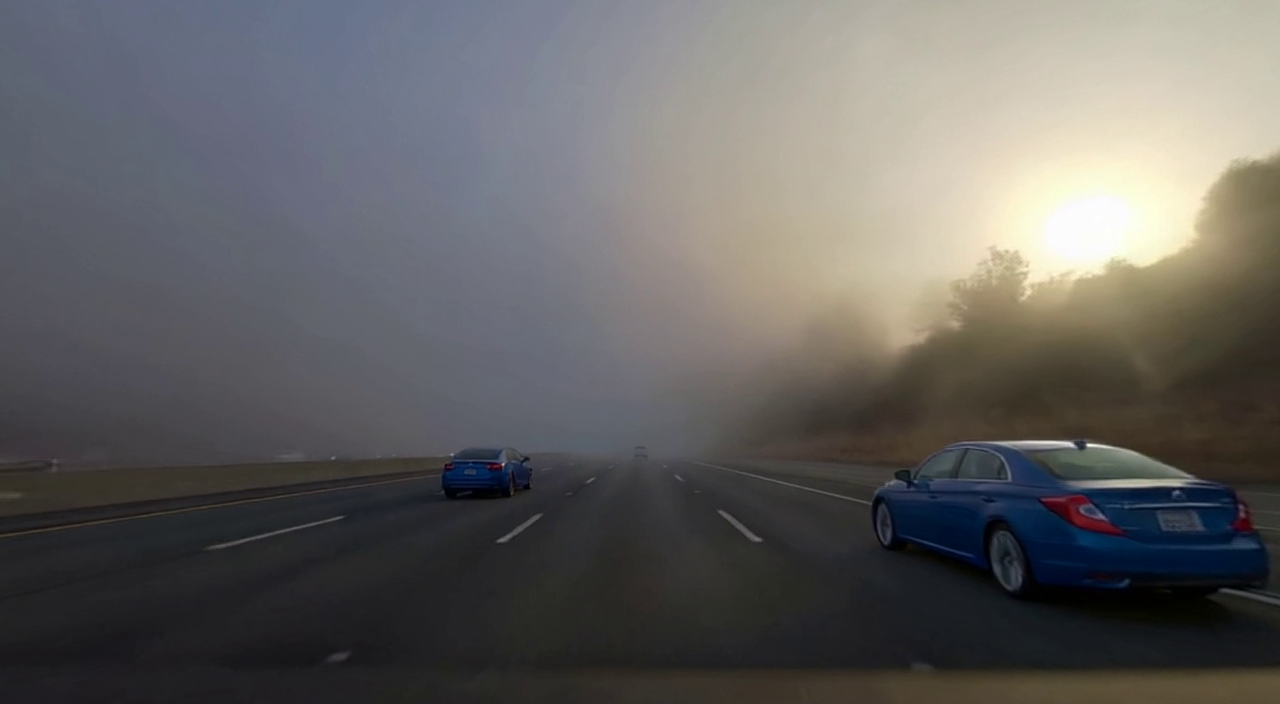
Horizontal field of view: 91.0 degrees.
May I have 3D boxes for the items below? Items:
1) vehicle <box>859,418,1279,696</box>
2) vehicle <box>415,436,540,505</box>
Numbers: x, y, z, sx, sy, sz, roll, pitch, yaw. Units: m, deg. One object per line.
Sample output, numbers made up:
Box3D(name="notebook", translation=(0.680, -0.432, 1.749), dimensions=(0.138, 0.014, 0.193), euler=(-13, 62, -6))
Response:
Box3D(name="vehicle", translation=(3.960, 1.462, 5.859), dimensions=(2.049, 1.481, 4.774), euler=(0, -8, -1))
Box3D(name="vehicle", translation=(-3.956, 2.963, 16.237), dimensions=(1.987, 1.516, 4.478), euler=(0, -8, 1))
